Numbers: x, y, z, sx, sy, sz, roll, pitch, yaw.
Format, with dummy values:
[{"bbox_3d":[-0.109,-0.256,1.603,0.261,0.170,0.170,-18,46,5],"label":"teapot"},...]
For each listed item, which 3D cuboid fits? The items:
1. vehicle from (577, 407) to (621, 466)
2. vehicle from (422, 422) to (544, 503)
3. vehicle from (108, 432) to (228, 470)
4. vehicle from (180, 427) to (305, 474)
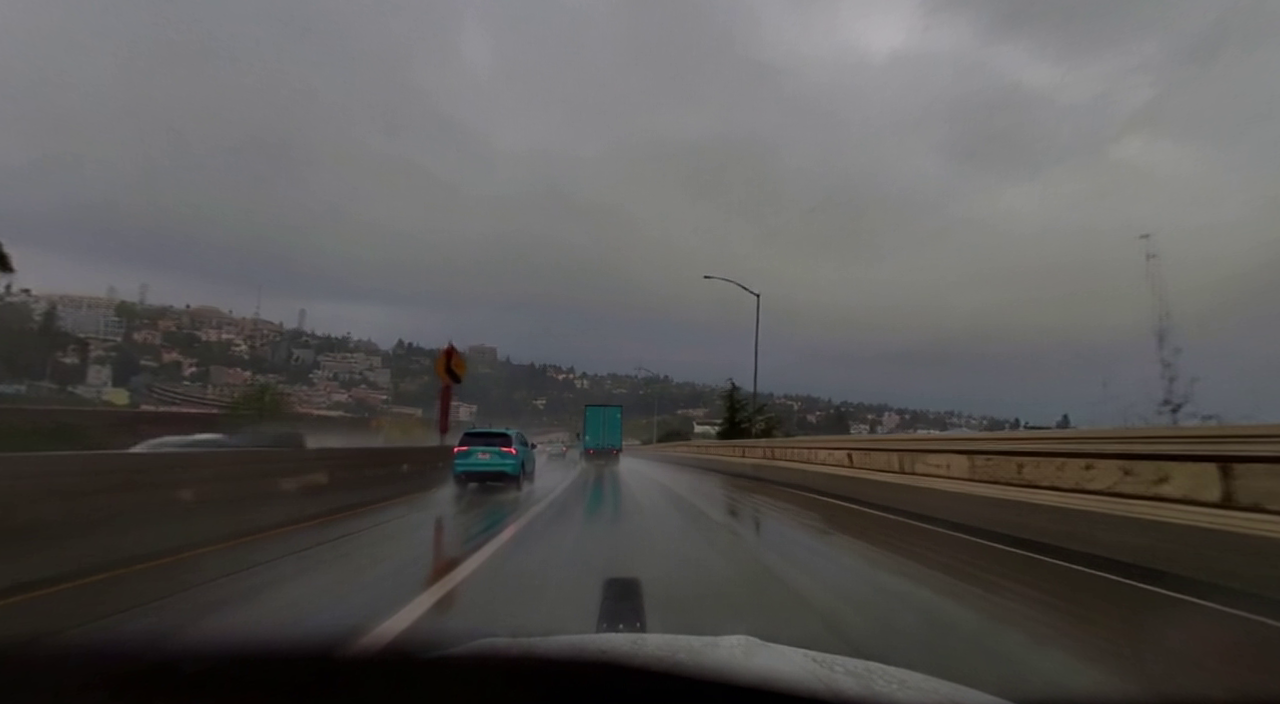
[{"bbox_3d":[-3.293,6.740,49.643,2.959,3.975,12.918,1,-9,-4],"label":"vehicle"},{"bbox_3d":[-3.745,2.732,15.925,2.041,1.734,4.391,1,-9,-2],"label":"vehicle"},{"bbox_3d":[-20.386,4.309,27.479,1.926,1.488,4.413,1,-9,-2],"label":"vehicle"},{"bbox_3d":[-13.881,3.493,22.332,1.829,1.490,4.148,1,-9,-2],"label":"vehicle"}]
